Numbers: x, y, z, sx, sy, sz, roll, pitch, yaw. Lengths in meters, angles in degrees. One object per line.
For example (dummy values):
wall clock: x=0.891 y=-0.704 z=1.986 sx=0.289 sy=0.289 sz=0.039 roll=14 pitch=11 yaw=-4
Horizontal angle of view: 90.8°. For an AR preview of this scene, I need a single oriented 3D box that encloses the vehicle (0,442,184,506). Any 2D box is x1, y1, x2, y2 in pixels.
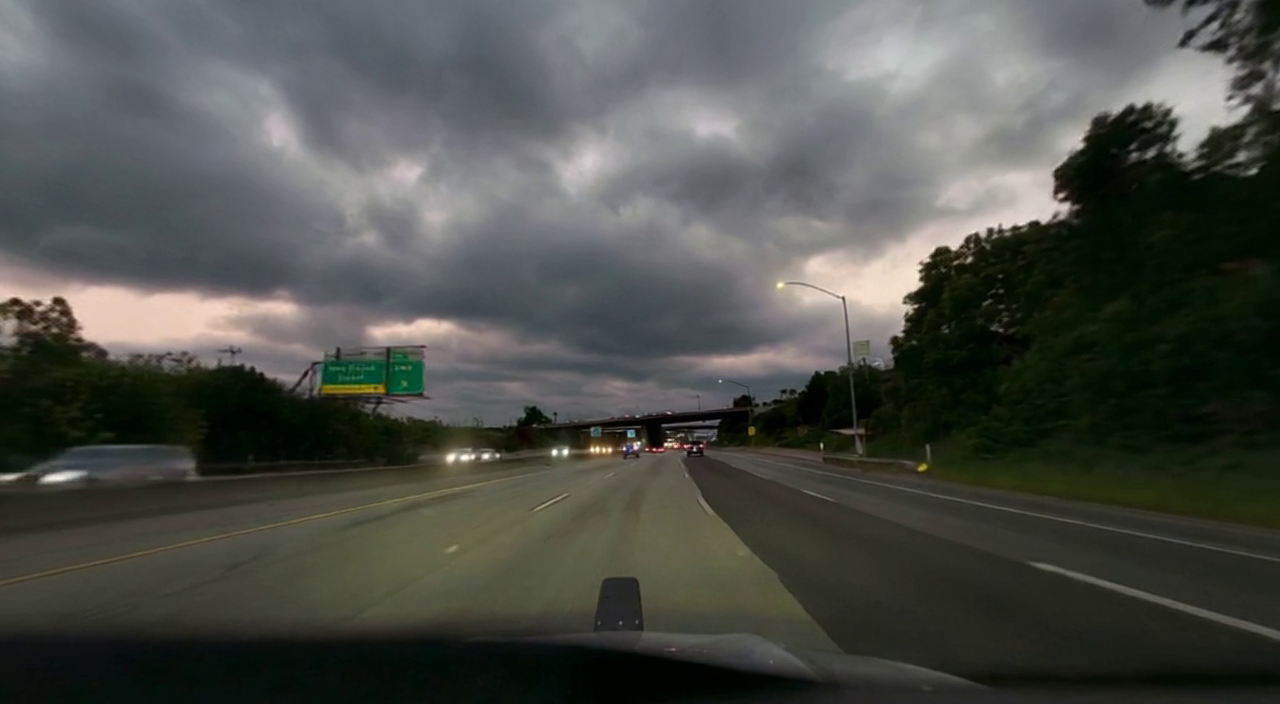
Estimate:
vehicle: x=-16.584 y=3.538 z=18.916 sx=2.086 sy=1.630 sz=4.882 roll=0 pitch=-9 yaw=1
